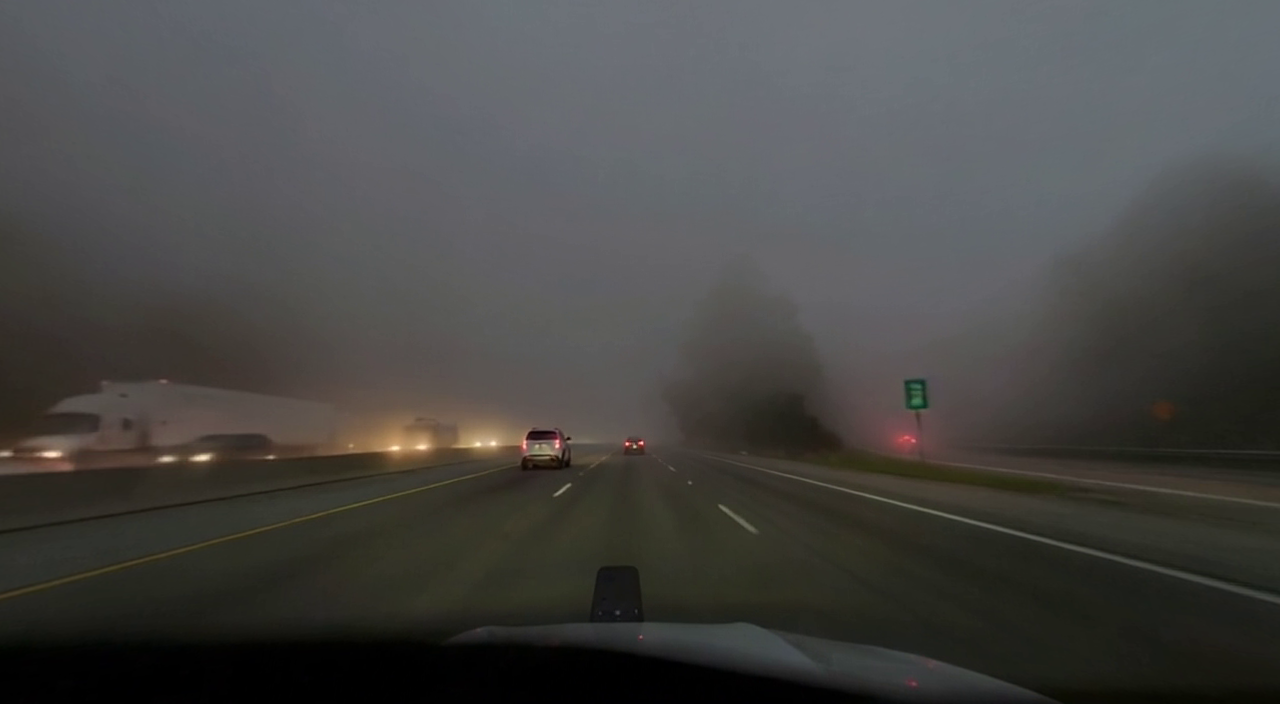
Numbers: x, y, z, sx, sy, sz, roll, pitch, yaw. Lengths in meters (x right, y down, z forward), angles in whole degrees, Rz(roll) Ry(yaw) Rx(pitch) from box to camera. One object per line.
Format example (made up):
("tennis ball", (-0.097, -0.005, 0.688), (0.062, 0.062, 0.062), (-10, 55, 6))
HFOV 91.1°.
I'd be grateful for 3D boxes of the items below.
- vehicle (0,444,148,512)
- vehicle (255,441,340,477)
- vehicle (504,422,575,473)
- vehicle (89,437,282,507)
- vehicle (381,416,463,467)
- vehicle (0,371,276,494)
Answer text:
("vehicle", (-15.928, 3.254, 16.756), (1.874, 1.528, 4.714), (0, -8, -1))
("vehicle", (-15.913, 4.948, 29.424), (1.846, 1.550, 3.815), (0, -8, 0))
("vehicle", (-3.983, 3.885, 25.859), (2.115, 1.887, 4.721), (0, -8, 0))
("vehicle", (-11.335, 2.955, 16.119), (1.888, 1.538, 4.057), (0, -8, 1))
("vehicle", (-11.769, 4.891, 34.515), (2.420, 2.524, 5.654), (0, -8, 0))
("vehicle", (-19.858, 3.342, 25.904), (3.141, 3.906, 11.698), (0, -8, -2))
